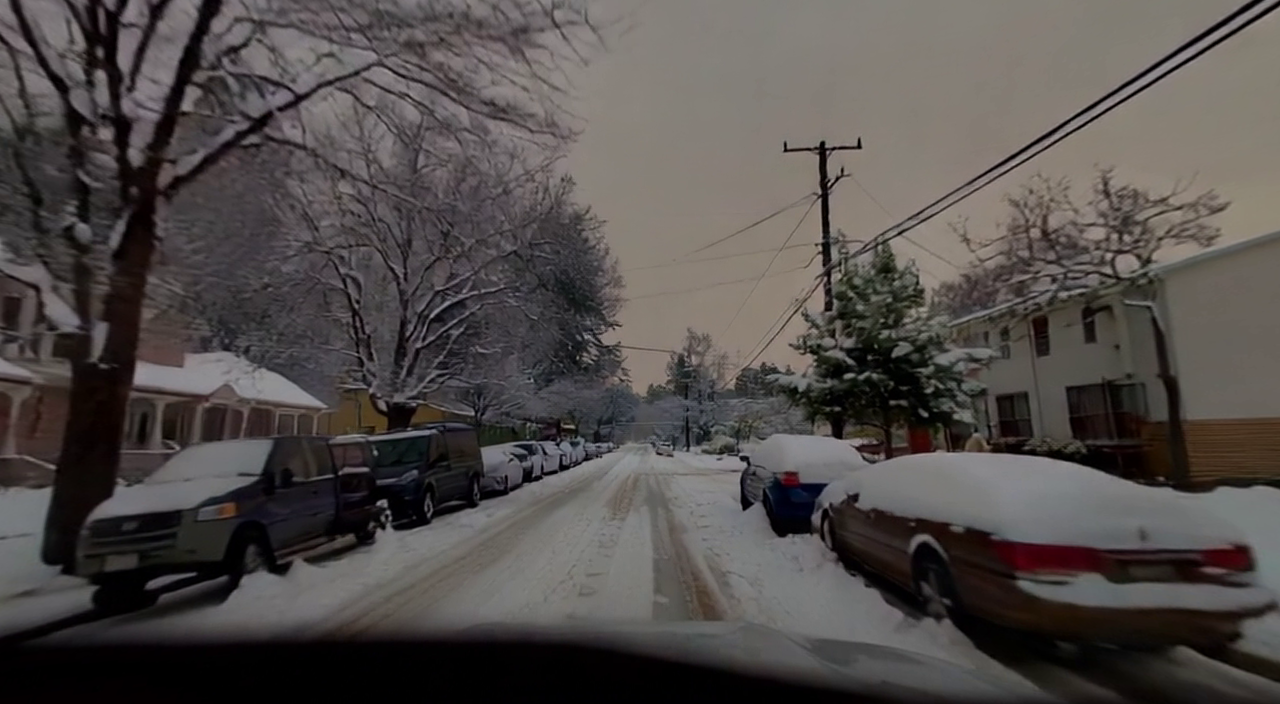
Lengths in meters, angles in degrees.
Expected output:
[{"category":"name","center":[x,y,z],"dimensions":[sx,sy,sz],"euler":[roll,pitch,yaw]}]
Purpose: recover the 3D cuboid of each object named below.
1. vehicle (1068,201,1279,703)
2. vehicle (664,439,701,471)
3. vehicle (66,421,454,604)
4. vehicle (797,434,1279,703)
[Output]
[{"category":"vehicle","center":[3.070,0.385,0.488],"dimensions":[1.993,2.129,4.893],"euler":[-1,-7,0]},{"category":"vehicle","center":[3.028,7.414,45.793],"dimensions":[2.191,2.038,4.962],"euler":[0,-6,-2]},{"category":"vehicle","center":[-4.092,1.762,8.038],"dimensions":[1.908,1.493,4.806],"euler":[4,-8,0]},{"category":"vehicle","center":[3.050,1.557,5.911],"dimensions":[1.808,1.428,4.824],"euler":[-1,-6,-1]}]
